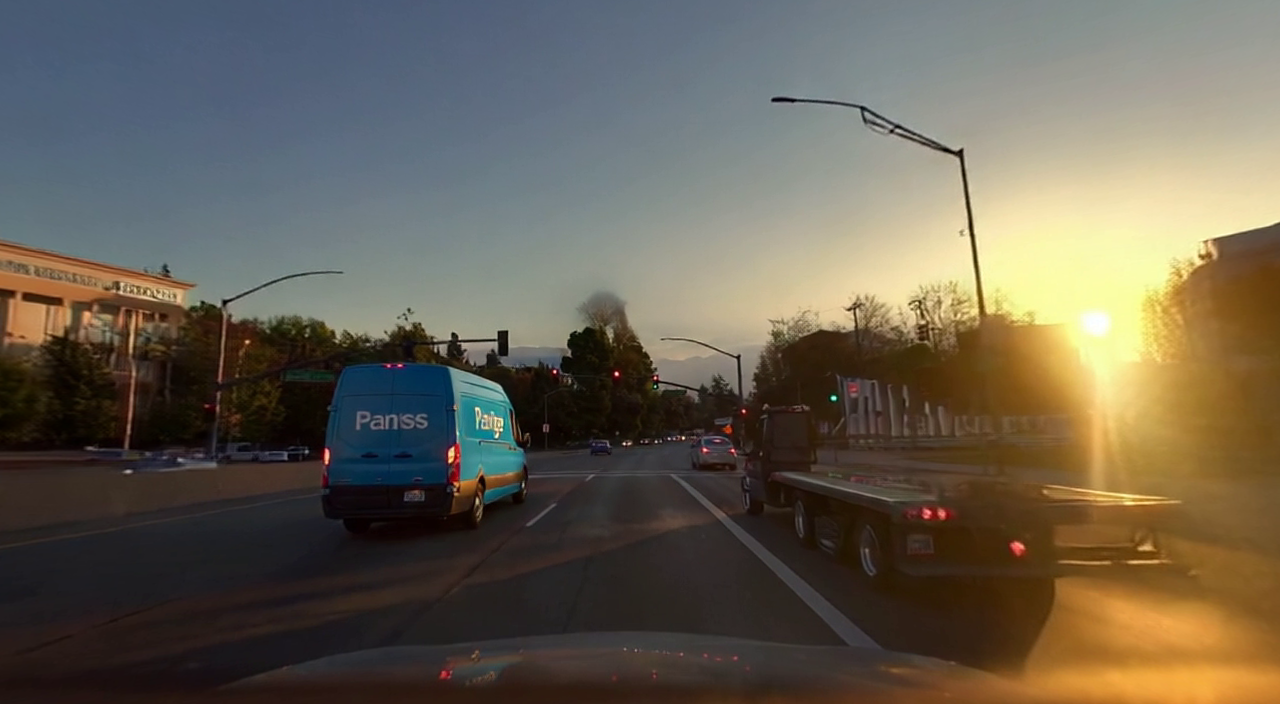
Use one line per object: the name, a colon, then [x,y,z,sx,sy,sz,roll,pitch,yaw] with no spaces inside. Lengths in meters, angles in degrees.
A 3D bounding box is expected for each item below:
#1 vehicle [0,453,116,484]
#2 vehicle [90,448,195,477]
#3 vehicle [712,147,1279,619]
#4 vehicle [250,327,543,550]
vehicle: [-31.071,6.159,33.527,4.535,1.467,2.021,4,-9,-27]
vehicle: [-30.909,6.868,39.463,4.811,1.675,1.875,5,-10,-30]
vehicle: [3.155,0.873,9.580,2.861,3.525,9.858,0,-9,0]
vehicle: [-3.540,1.555,11.220,2.443,2.784,6.493,0,-9,1]
